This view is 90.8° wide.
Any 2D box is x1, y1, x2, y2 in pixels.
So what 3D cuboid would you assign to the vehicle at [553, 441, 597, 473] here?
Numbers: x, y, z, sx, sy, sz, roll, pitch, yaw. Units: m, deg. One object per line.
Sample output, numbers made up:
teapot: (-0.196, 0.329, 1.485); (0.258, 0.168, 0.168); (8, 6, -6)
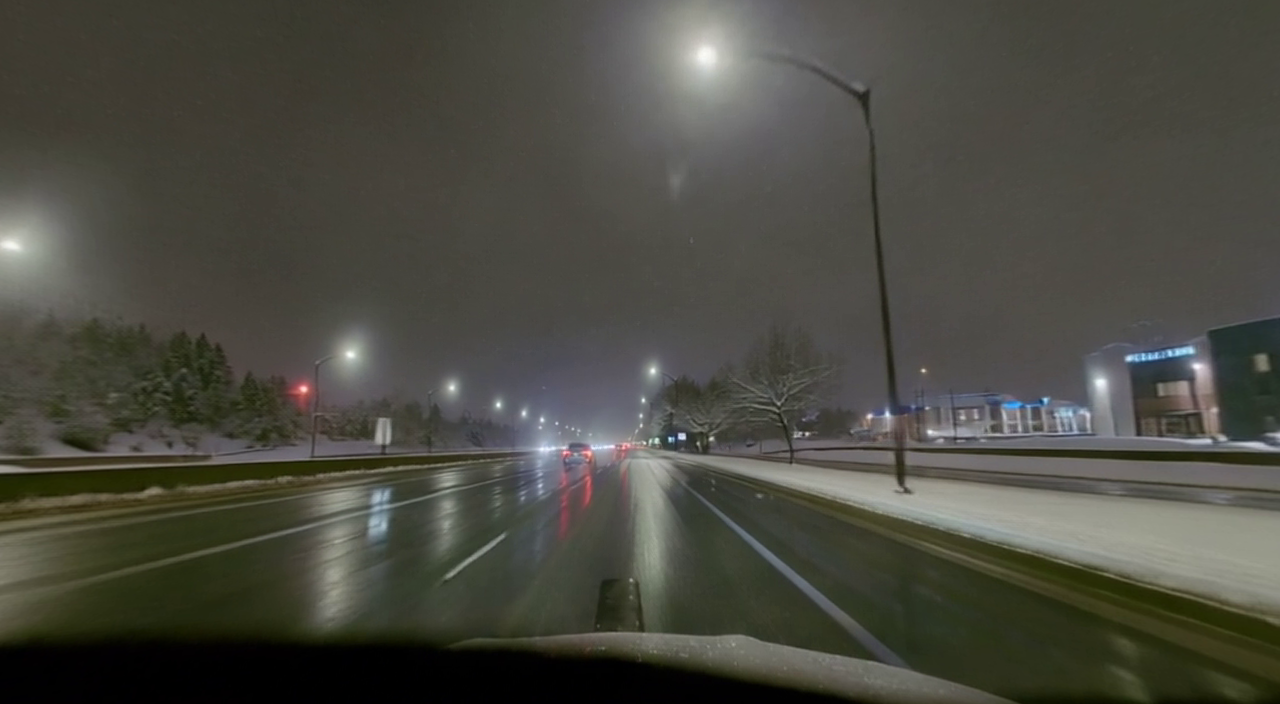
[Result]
vehicle: (-3.872, 6.348, 38.423); (2.150, 1.761, 4.697); (0, -8, 0)
